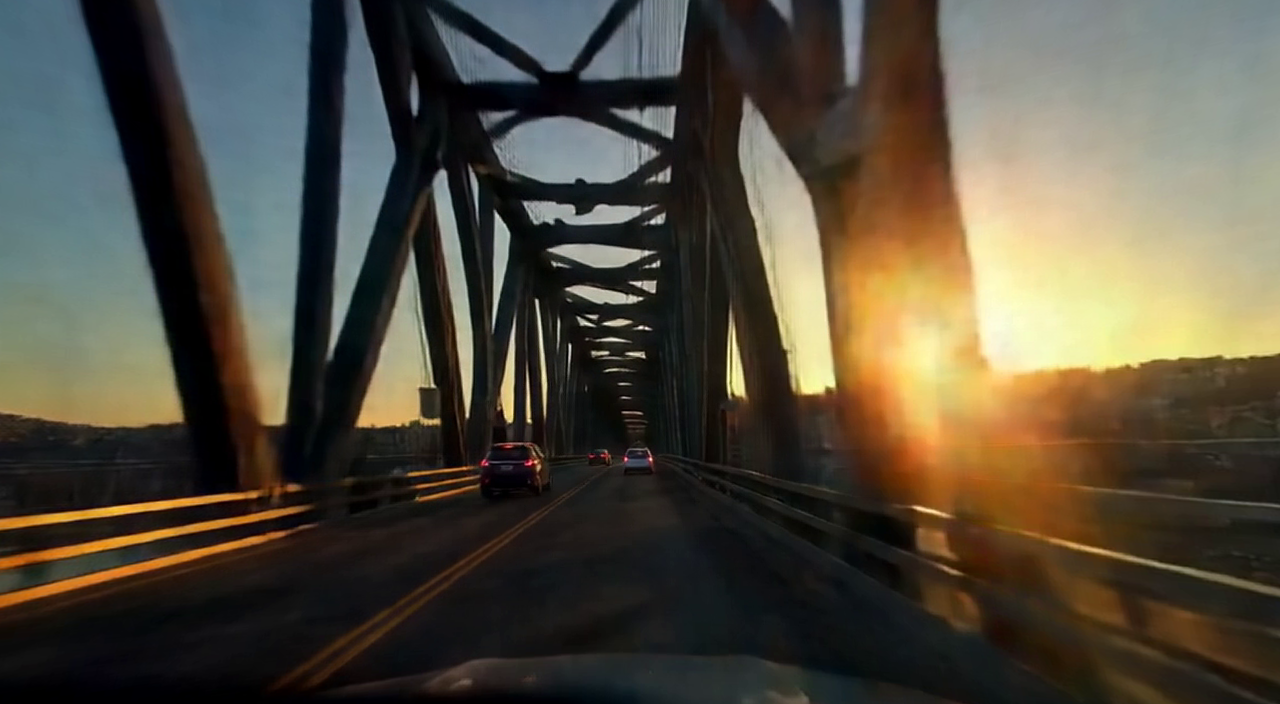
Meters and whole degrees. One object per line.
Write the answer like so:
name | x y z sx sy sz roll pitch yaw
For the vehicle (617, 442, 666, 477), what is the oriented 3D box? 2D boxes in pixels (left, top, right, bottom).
vehicle | 0.037 4.857 28.806 2.048 1.450 3.973 0 -9 -1

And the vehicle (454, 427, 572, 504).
vehicle | -3.318 3.095 17.642 2.190 1.807 4.741 -1 -9 2
